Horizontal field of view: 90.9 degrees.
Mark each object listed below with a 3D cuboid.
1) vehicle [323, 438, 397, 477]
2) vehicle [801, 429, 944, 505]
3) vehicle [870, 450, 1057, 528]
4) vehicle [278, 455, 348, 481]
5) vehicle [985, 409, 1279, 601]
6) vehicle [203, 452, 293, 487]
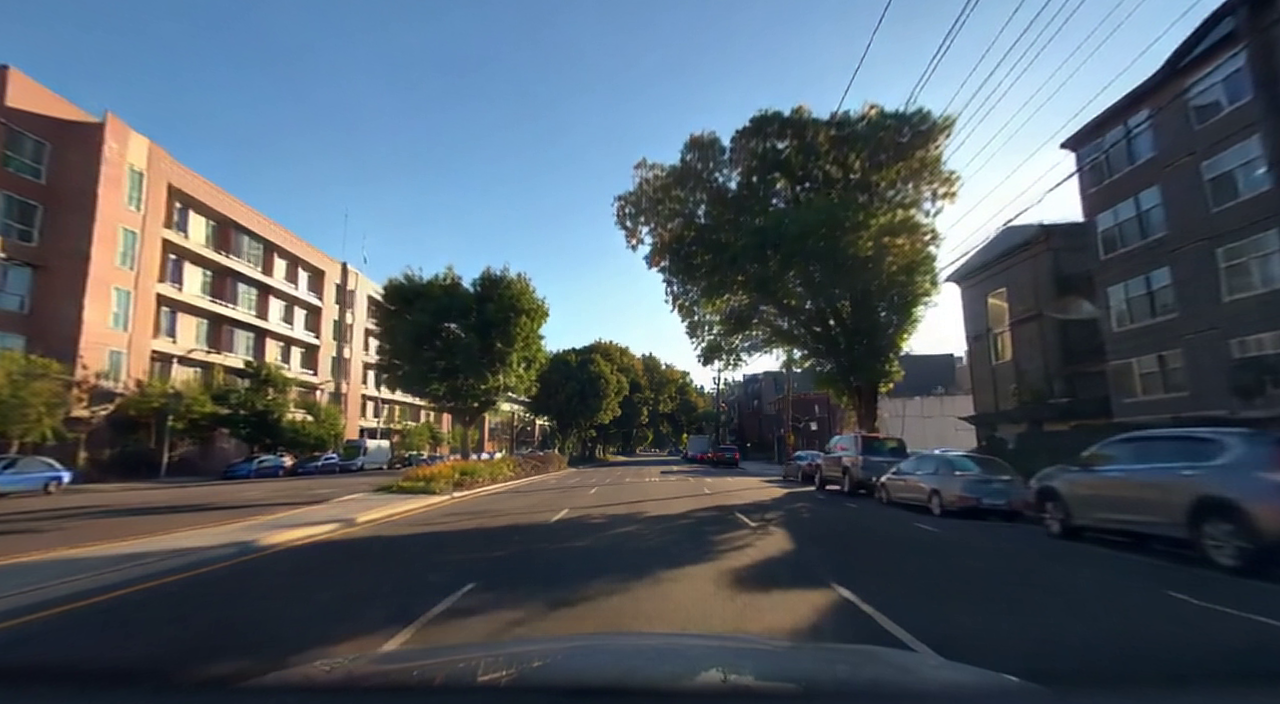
[{"bbox_3d":[-21.984,8.301,49.967,2.397,2.865,7.296,0,-8,1],"label":"vehicle"},{"bbox_3d":[7.106,3.572,20.217,2.197,2.019,6.225,0,-8,0],"label":"vehicle"},{"bbox_3d":[6.821,2.885,13.910,1.896,1.399,4.196,0,-8,0],"label":"vehicle"},{"bbox_3d":[-21.954,7.788,42.561,2.004,1.586,4.962,0,-8,0],"label":"vehicle"},{"bbox_3d":[6.919,1.807,8.402,1.998,1.819,4.621,0,-8,0],"label":"vehicle"},{"bbox_3d":[-22.258,6.658,36.044,2.116,1.813,4.674,0,-8,0],"label":"vehicle"}]
